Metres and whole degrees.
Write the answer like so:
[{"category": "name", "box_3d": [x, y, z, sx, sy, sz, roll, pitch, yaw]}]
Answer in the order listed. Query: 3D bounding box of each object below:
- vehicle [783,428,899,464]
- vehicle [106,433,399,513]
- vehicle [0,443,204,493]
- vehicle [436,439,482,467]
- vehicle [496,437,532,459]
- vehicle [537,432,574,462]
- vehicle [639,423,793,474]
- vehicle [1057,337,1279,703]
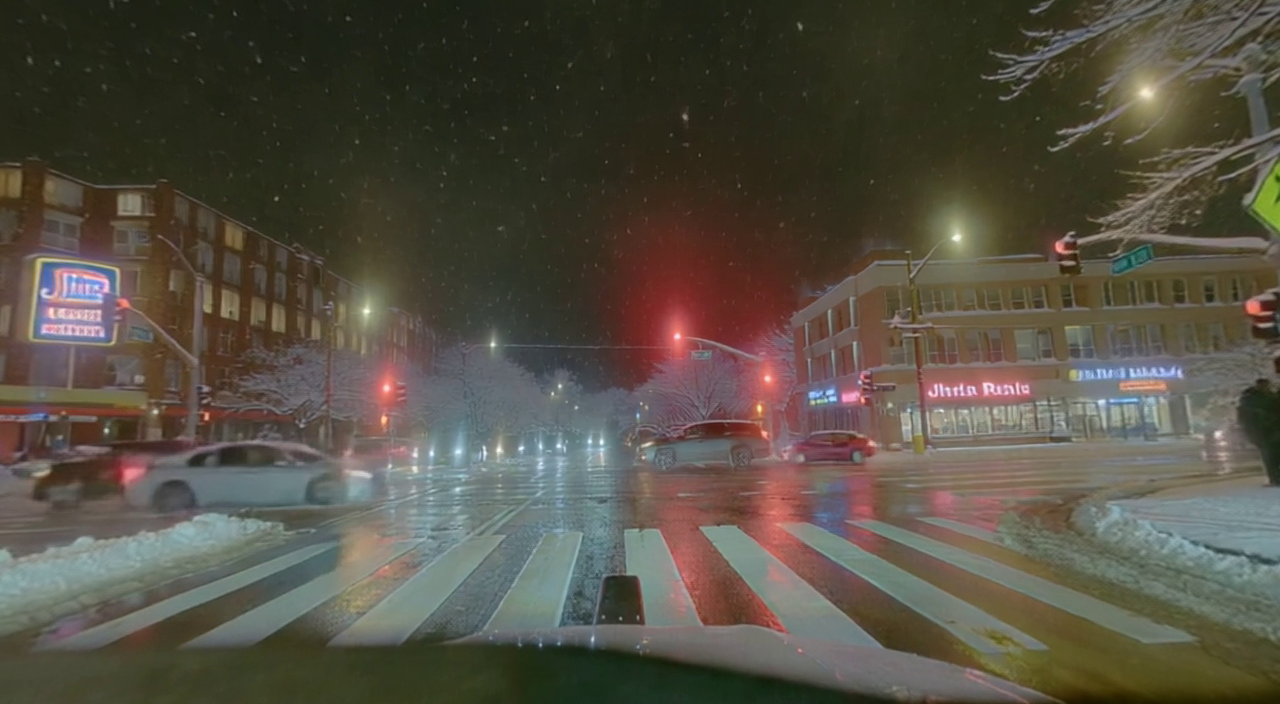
[{"category": "vehicle", "box_3d": [8.695, 4.081, 27.479, 4.475, 1.458, 1.681, 1, -9, -8]}, {"category": "vehicle", "box_3d": [-7.745, 2.450, 13.125, 4.758, 1.480, 1.849, 1, -8, -8]}, {"category": "vehicle", "box_3d": [-17.113, 3.680, 20.344, 4.643, 1.476, 1.820, 1, -9, -8]}, {"category": "vehicle", "box_3d": [-10.893, 6.094, 38.249, 1.885, 1.545, 4.124, 1, -8, -6]}, {"category": "vehicle", "box_3d": [-8.624, 6.624, 43.529, 1.906, 1.402, 4.904, 0, -8, -5]}, {"category": "vehicle", "box_3d": [-5.100, 5.802, 38.633, 1.976, 1.683, 4.117, 0, -8, -4]}, {"category": "vehicle", "box_3d": [2.380, 3.110, 20.497, 4.612, 1.521, 1.811, 1, -9, -9]}, {"category": "vehicle", "box_3d": [3.025, 0.609, 0.870, 1.866, 1.654, 4.354, 0, -8, -1]}]
